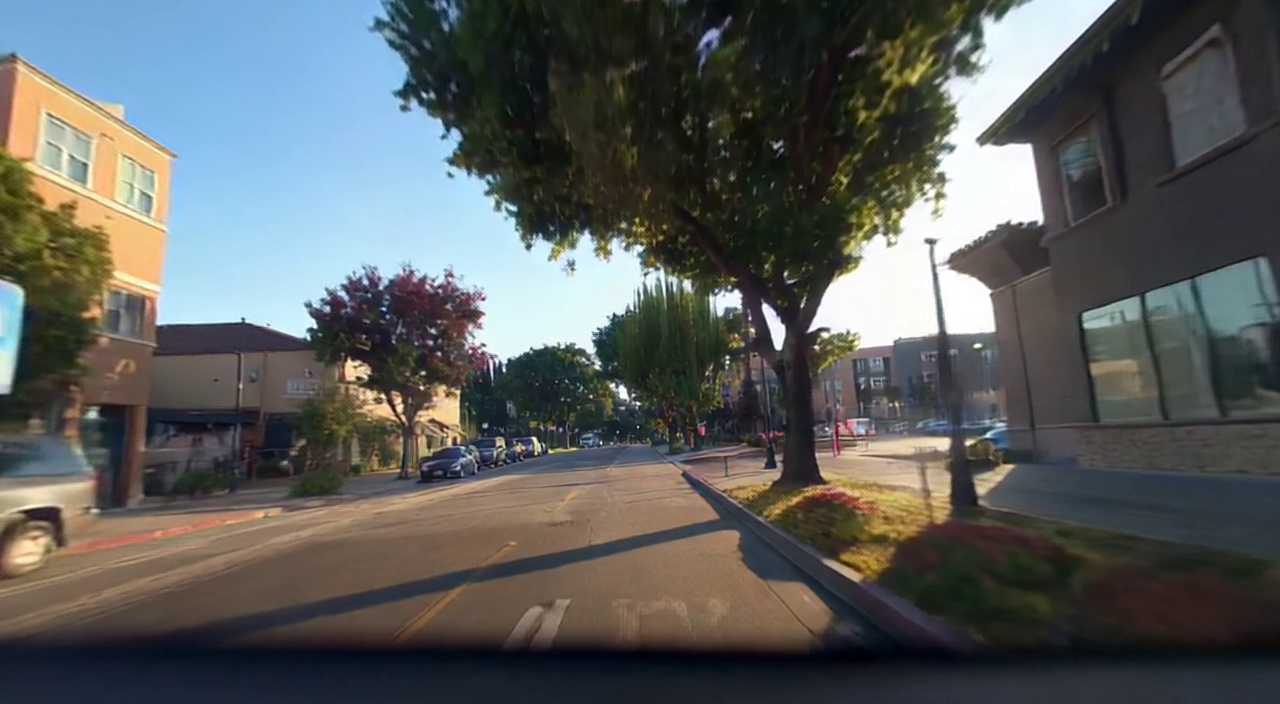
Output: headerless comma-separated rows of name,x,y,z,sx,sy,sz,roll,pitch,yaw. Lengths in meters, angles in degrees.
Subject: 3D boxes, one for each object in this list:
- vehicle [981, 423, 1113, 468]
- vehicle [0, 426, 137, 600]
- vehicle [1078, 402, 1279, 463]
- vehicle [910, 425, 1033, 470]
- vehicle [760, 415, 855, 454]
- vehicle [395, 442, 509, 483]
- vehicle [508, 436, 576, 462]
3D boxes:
vehicle,14.734,3.445,23.150,1.934,1.477,4.373,0,-8,0
vehicle,-7.481,1.600,5.900,1.950,1.743,4.312,-1,-7,0
vehicle,19.483,3.023,23.216,2.266,1.971,5.467,1,-8,-6
vehicle,11.733,3.419,22.684,1.950,1.429,4.589,0,-8,0
vehicle,10.867,5.375,41.075,5.453,1.794,2.011,-7,-6,-1
vehicle,-8.738,5.131,29.520,1.879,1.543,4.778,-13,-13,43
vehicle,-6.993,6.977,45.470,2.050,1.758,4.585,-7,-11,41
